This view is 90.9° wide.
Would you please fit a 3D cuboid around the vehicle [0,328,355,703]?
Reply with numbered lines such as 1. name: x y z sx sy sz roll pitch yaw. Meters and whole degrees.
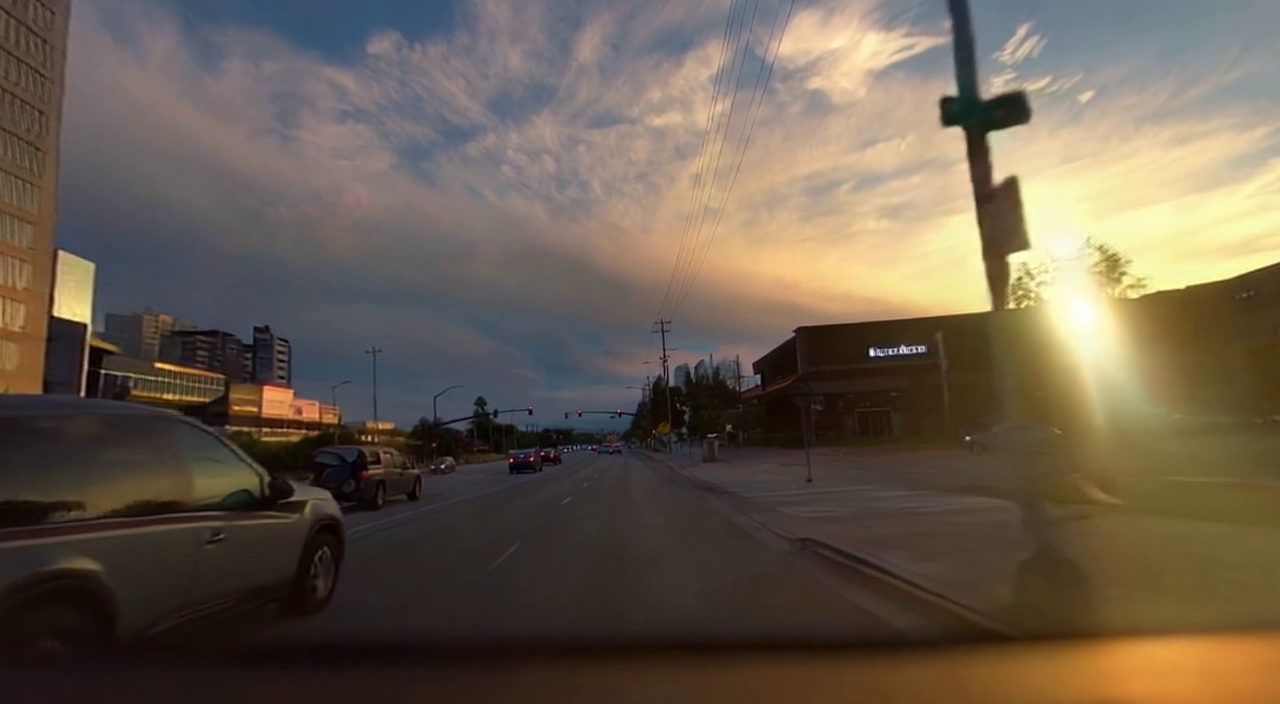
1. vehicle: -3.416 0.862 2.575 2.277 1.743 4.893 0 -9 -1

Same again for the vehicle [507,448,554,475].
1. vehicle: -6.657 6.708 38.780 2.030 1.488 4.650 -1 -9 0

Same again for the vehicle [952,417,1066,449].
1. vehicle: 18.894 4.197 32.413 4.573 1.532 1.983 0 -9 -1

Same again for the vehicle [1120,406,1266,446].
1. vehicle: 22.689 3.148 26.171 1.787 1.409 4.798 -1 -9 1
